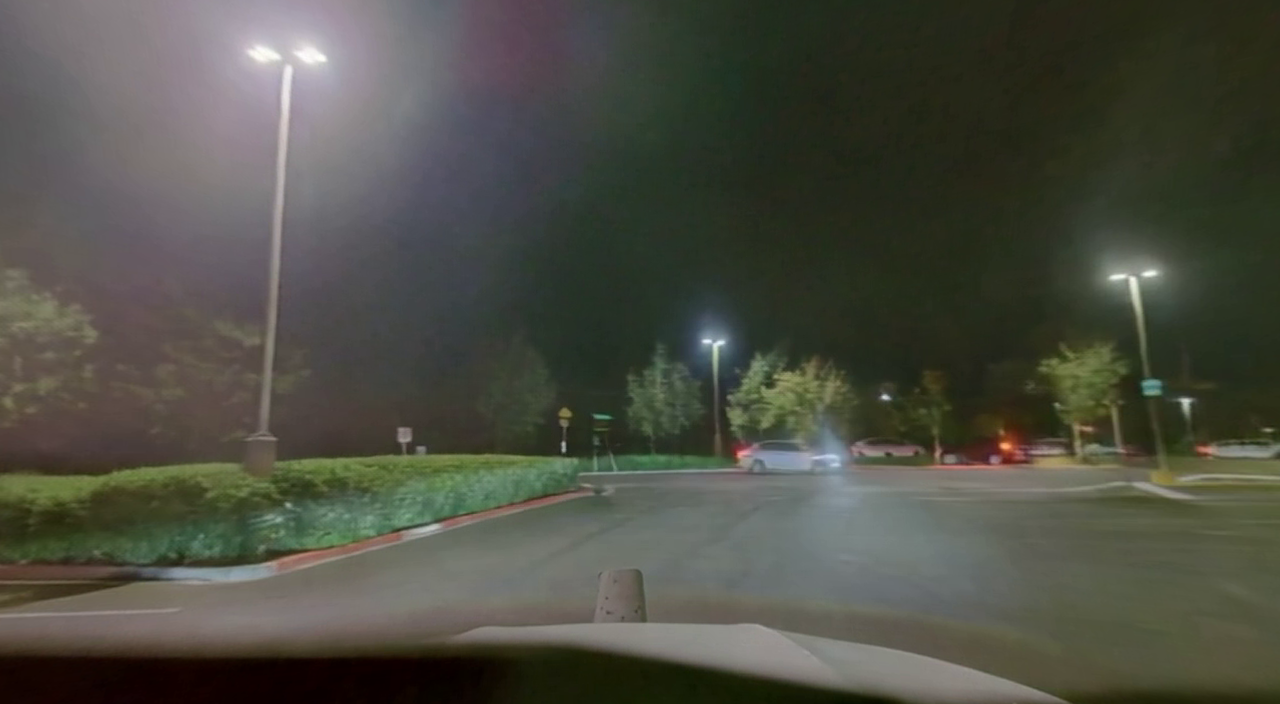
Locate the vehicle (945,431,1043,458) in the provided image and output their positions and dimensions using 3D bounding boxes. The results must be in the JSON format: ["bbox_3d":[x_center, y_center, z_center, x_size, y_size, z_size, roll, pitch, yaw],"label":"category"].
[{"bbox_3d":[20.841,5.482,37.349,4.601,1.484,1.839,-2,-9,8],"label":"vehicle"}]

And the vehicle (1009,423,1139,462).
[{"bbox_3d":[21.060,4.465,30.871,4.660,1.687,1.981,-3,-11,11],"label":"vehicle"}]

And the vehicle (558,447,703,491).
[{"bbox_3d":[-0.294,4.123,22.514,4.772,1.441,1.976,-3,-9,15],"label":"vehicle"}]

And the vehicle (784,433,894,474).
[{"bbox_3d":[8.033,4.127,25.754,4.030,1.556,2.057,-3,-9,16],"label":"vehicle"}]
